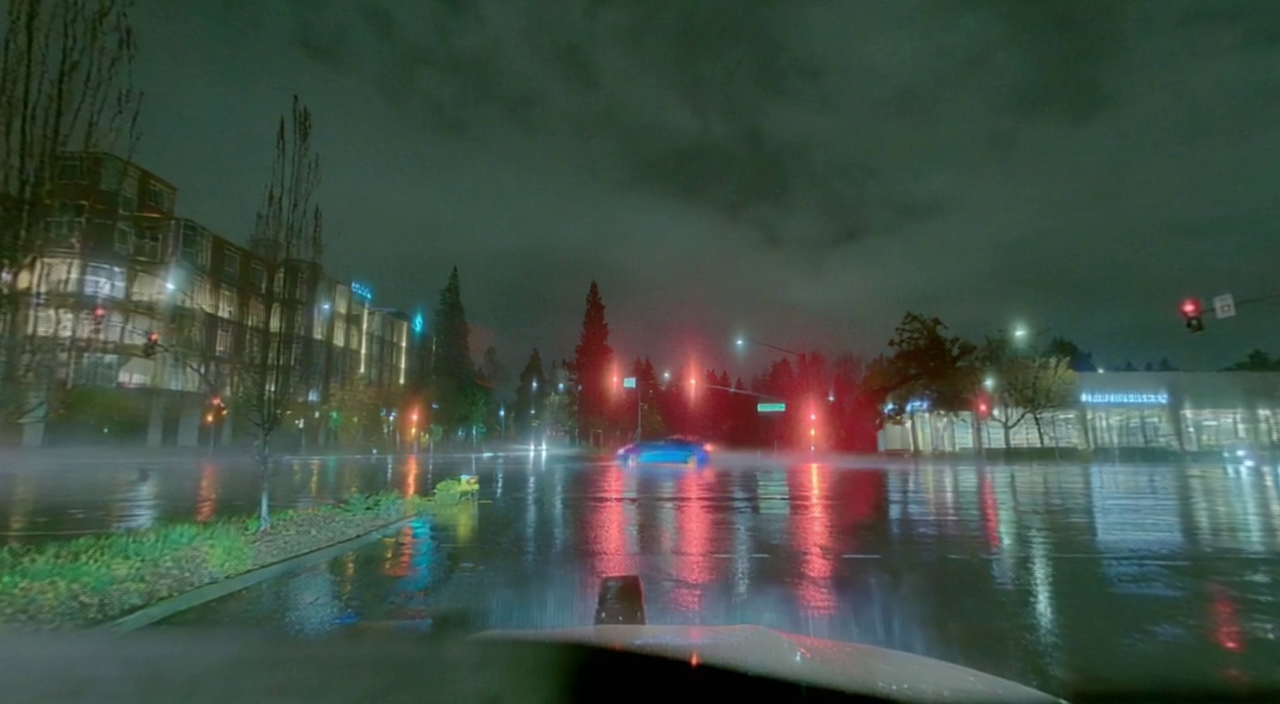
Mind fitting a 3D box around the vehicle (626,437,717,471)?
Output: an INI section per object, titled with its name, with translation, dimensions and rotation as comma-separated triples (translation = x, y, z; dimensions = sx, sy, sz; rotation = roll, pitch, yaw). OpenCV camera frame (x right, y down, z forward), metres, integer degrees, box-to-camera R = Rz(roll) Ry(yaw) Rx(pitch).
[vehicle]
translation = 1.611, 5.460, 33.888
dimensions = 4.639, 1.699, 2.030
rotation = 0, -9, -4
